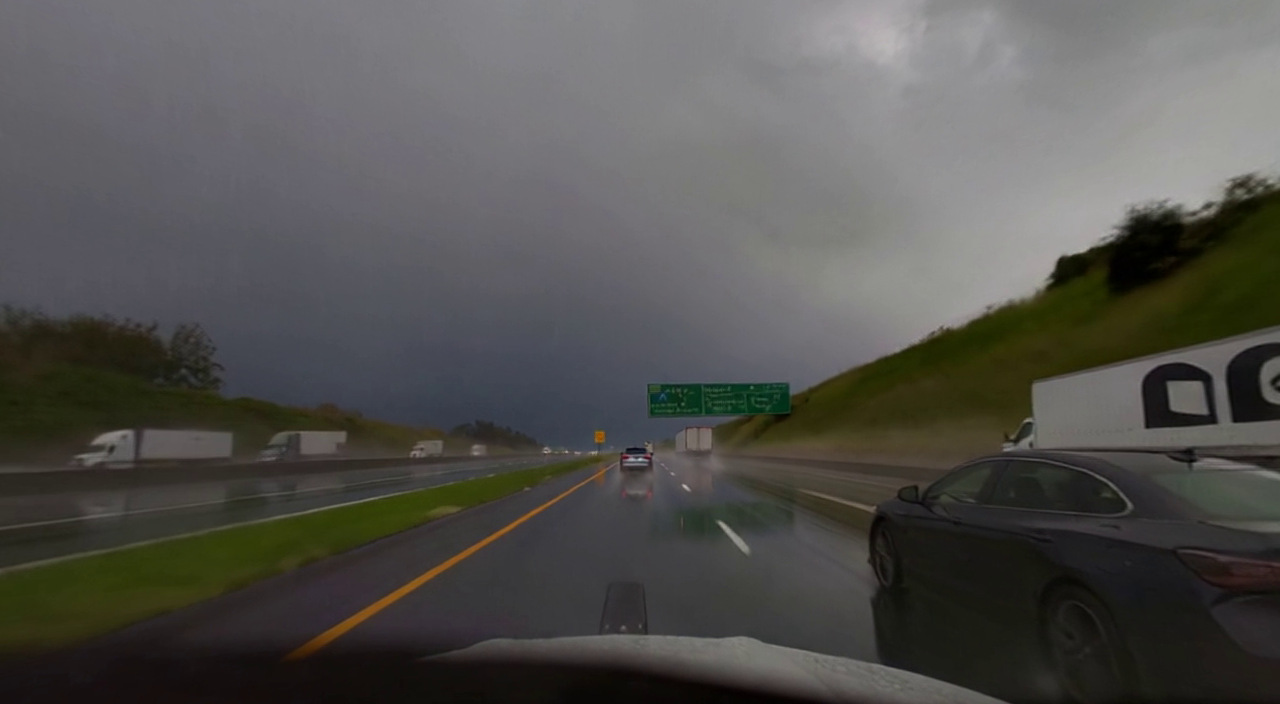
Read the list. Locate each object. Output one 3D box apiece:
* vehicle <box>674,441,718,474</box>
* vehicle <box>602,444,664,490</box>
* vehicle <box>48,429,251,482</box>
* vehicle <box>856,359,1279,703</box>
[{"bbox_3d":[3.109,5.972,35.773,2.048,1.704,4.284,0,-9,0],"label":"vehicle"},{"bbox_3d":[-0.240,4.007,22.220,1.970,1.441,3.846,0,-9,0],"label":"vehicle"},{"bbox_3d":[-35.956,7.508,47.840,2.901,3.250,16.142,-2,-7,-1],"label":"vehicle"},{"bbox_3d":[2.933,0.995,3.187,1.997,1.534,4.664,0,-9,0],"label":"vehicle"}]
